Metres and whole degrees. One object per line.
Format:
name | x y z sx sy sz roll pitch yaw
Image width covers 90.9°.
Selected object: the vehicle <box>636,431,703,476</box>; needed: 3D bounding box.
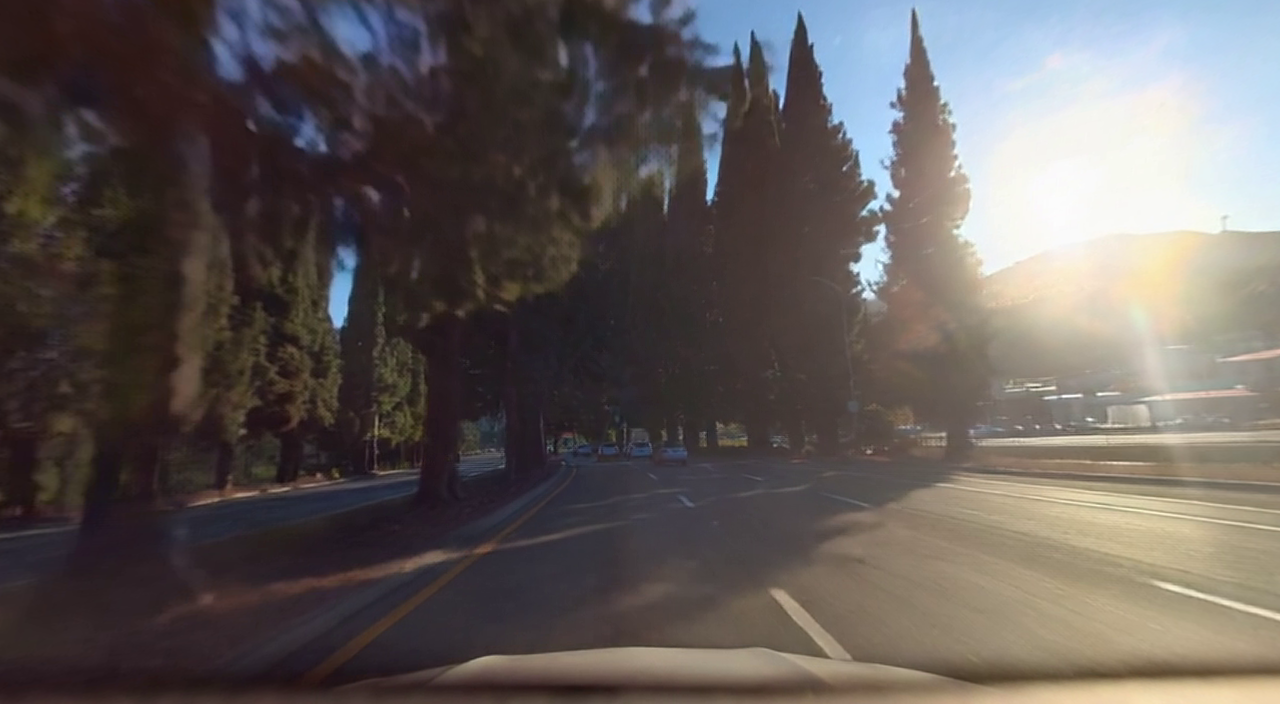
vehicle | 1.169 4.368 27.395 2.253 1.756 4.313 1 -8 -6
